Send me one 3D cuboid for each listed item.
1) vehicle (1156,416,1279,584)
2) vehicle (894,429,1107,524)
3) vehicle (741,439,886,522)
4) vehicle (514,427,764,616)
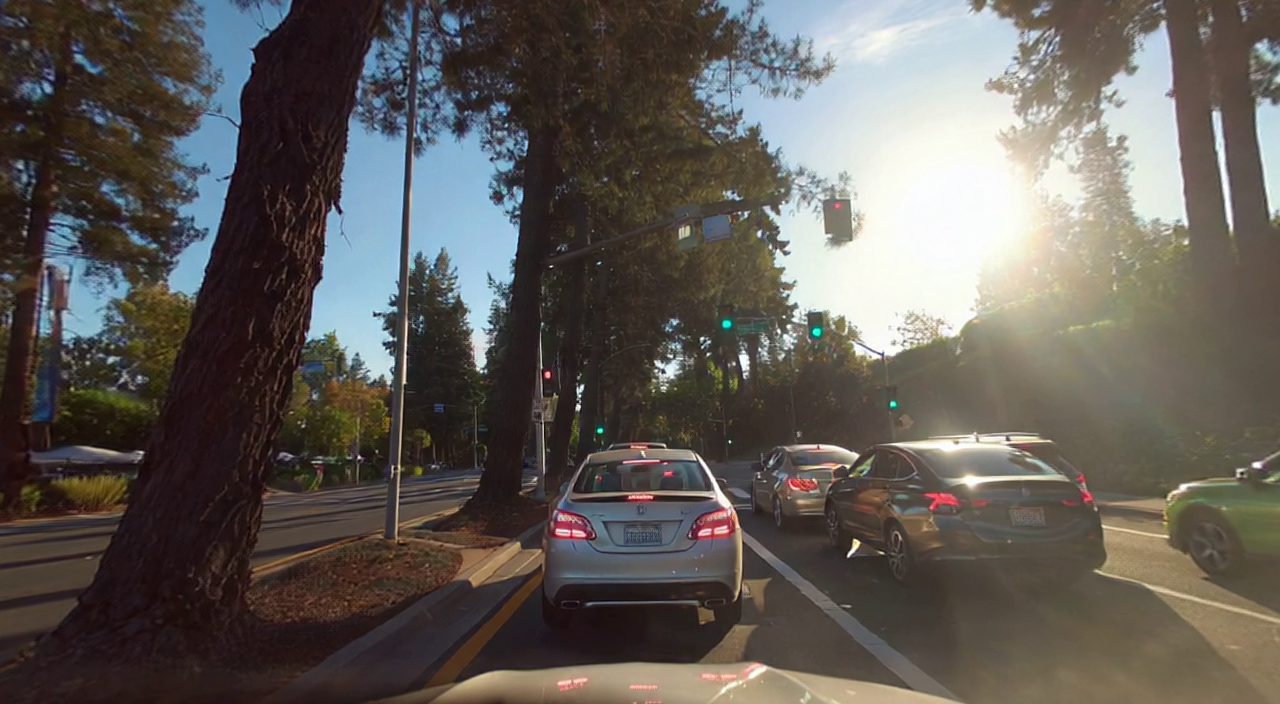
[{"bbox_3d":[6.940,1.341,5.589,1.783,1.572,3.421,0,-9,1],"label":"vehicle"},{"bbox_3d":[7.026,2.461,12.909,1.923,1.611,4.094,0,-9,0],"label":"vehicle"},{"bbox_3d":[3.536,2.715,13.820,1.934,1.494,4.446,0,-9,0],"label":"vehicle"},{"bbox_3d":[0.009,1.684,7.114,2.015,1.502,3.898,0,-9,1],"label":"vehicle"}]
